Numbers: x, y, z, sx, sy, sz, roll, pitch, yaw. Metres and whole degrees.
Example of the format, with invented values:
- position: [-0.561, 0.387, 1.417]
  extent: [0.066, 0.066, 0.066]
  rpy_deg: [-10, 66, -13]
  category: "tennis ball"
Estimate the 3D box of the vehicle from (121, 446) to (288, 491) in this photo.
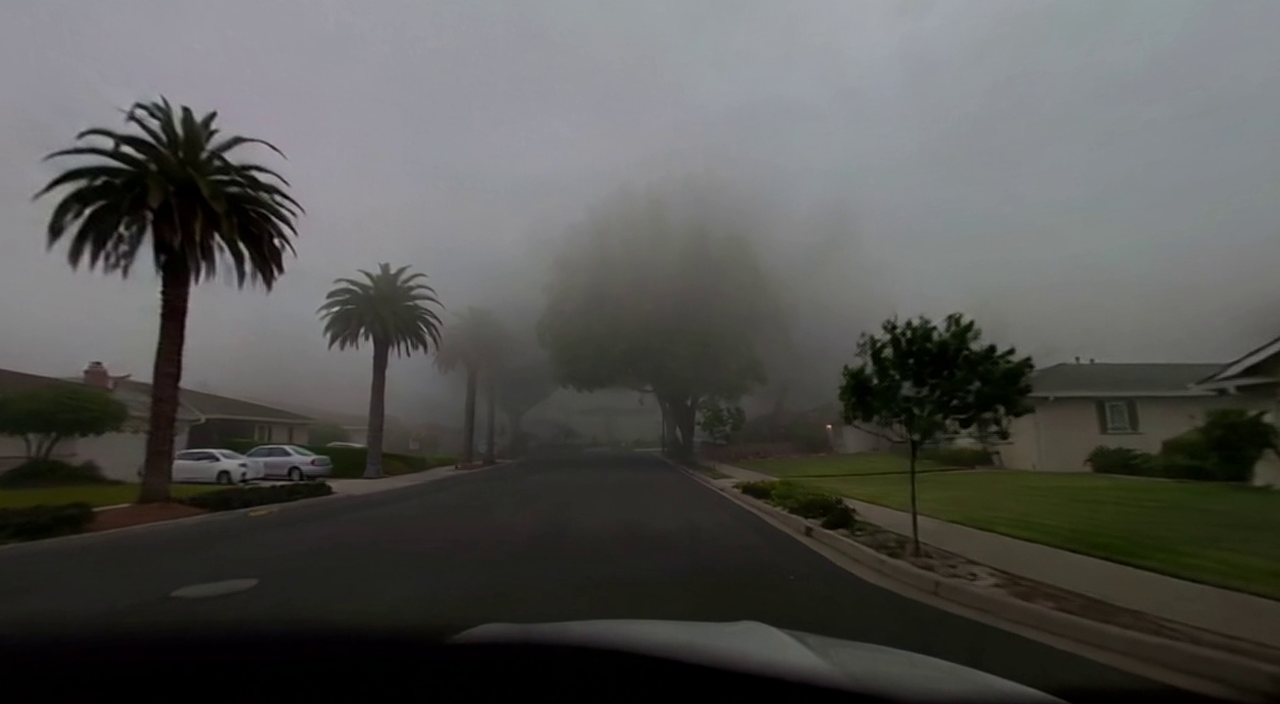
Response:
- position: [-15.385, 4.119, 22.572]
  extent: [4.358, 1.516, 2.077]
  rpy_deg: [0, -9, -3]
  category: "vehicle"
